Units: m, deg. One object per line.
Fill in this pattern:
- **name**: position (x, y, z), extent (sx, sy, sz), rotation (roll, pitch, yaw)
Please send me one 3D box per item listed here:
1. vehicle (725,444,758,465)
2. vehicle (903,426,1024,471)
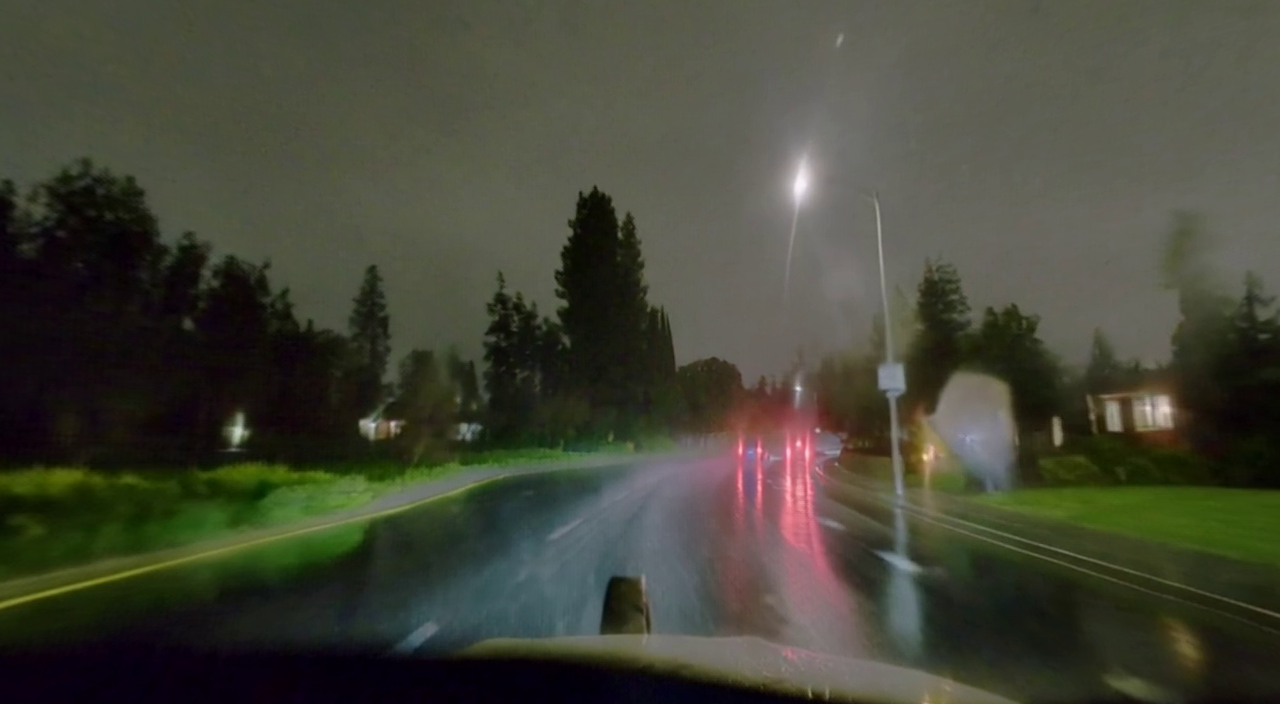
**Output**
- **vehicle**: position (7.619, 7.622, 46.842), extent (2.050, 1.456, 4.003), rotation (-2, -9, 14)
- **vehicle**: position (15.459, 4.625, 30.410), extent (4.672, 2.044, 2.248), rotation (-2, -8, 12)
